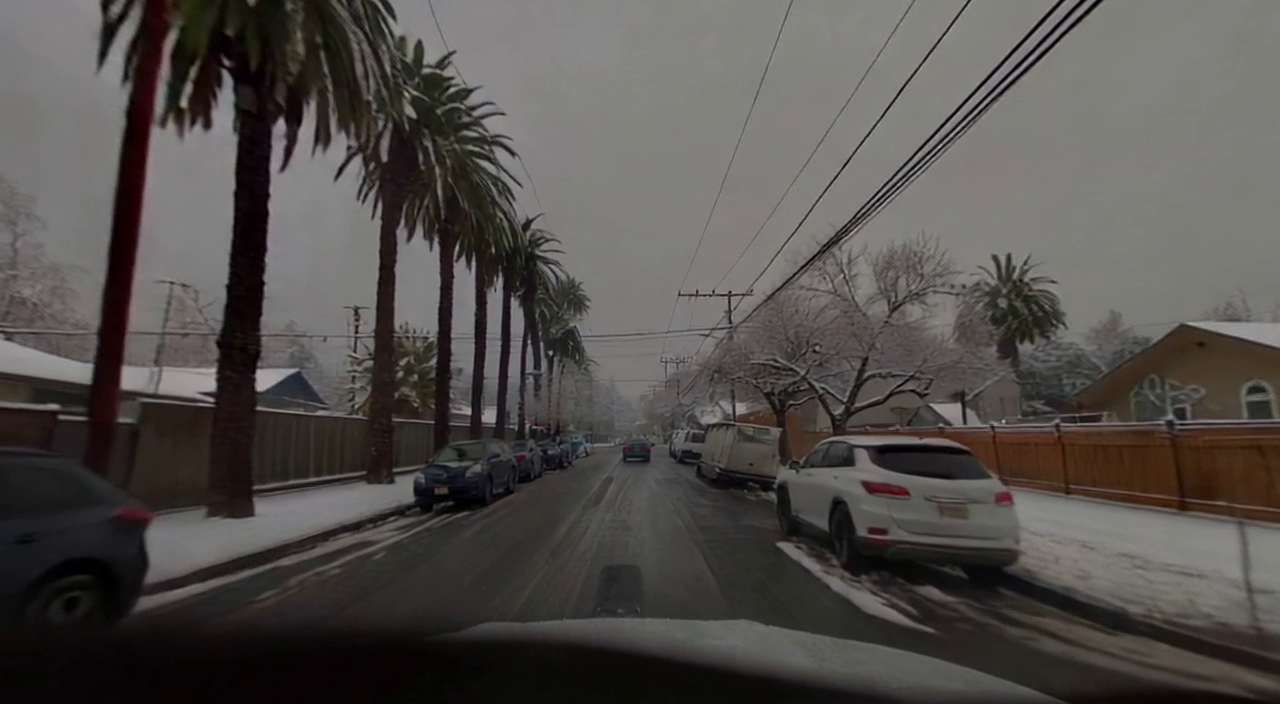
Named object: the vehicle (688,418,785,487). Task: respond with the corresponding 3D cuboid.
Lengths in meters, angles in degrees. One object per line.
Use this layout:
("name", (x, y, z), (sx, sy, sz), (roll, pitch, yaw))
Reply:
("vehicle", (2.991, 3.292, 20.991), (2.292, 1.981, 5.277), (0, -8, -1))

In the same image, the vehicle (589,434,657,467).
("vehicle", (-0.960, 4.886, 31.490), (2.081, 1.483, 4.599), (3, -9, -19))

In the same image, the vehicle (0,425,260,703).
("vehicle", (-4.135, 1.097, 2.789), (1.769, 1.551, 5.040), (0, -8, 0))

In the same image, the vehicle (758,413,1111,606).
("vehicle", (2.935, 1.681, 7.749), (2.060, 1.614, 4.652), (0, -8, 0))

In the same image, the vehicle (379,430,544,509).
("vehicle", (-3.935, 2.716, 15.168), (2.130, 1.543, 5.386), (-1, -8, 3))
